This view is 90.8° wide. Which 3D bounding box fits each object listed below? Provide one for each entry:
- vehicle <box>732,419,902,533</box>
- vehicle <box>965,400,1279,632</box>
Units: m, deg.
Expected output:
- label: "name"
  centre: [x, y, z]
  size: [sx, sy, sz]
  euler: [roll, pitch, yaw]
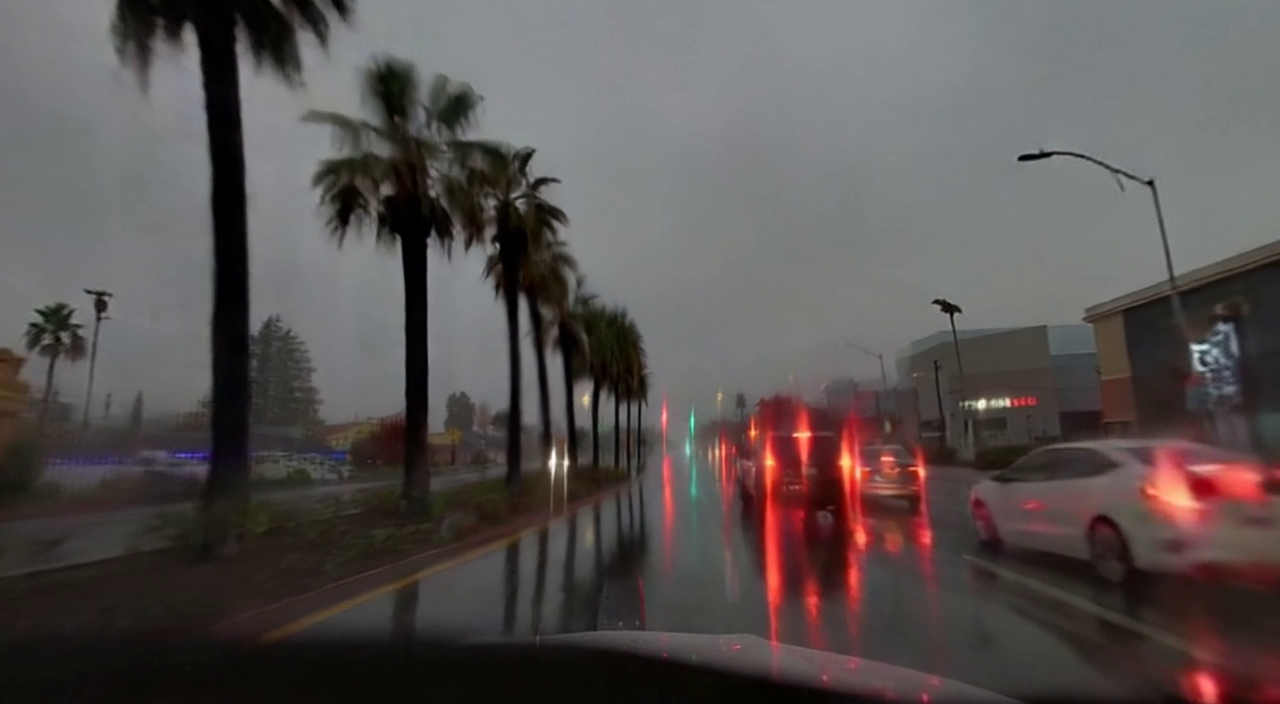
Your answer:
- label: "vehicle"
  centre: [3.215, 2.389, 12.753]
  size: [2.428, 1.816, 4.959]
  euler: [-1, -9, 6]
- label: "vehicle"
  centre: [5.756, 1.596, 7.084]
  size: [2.187, 1.777, 4.444]
  euler: [-1, -9, 6]
